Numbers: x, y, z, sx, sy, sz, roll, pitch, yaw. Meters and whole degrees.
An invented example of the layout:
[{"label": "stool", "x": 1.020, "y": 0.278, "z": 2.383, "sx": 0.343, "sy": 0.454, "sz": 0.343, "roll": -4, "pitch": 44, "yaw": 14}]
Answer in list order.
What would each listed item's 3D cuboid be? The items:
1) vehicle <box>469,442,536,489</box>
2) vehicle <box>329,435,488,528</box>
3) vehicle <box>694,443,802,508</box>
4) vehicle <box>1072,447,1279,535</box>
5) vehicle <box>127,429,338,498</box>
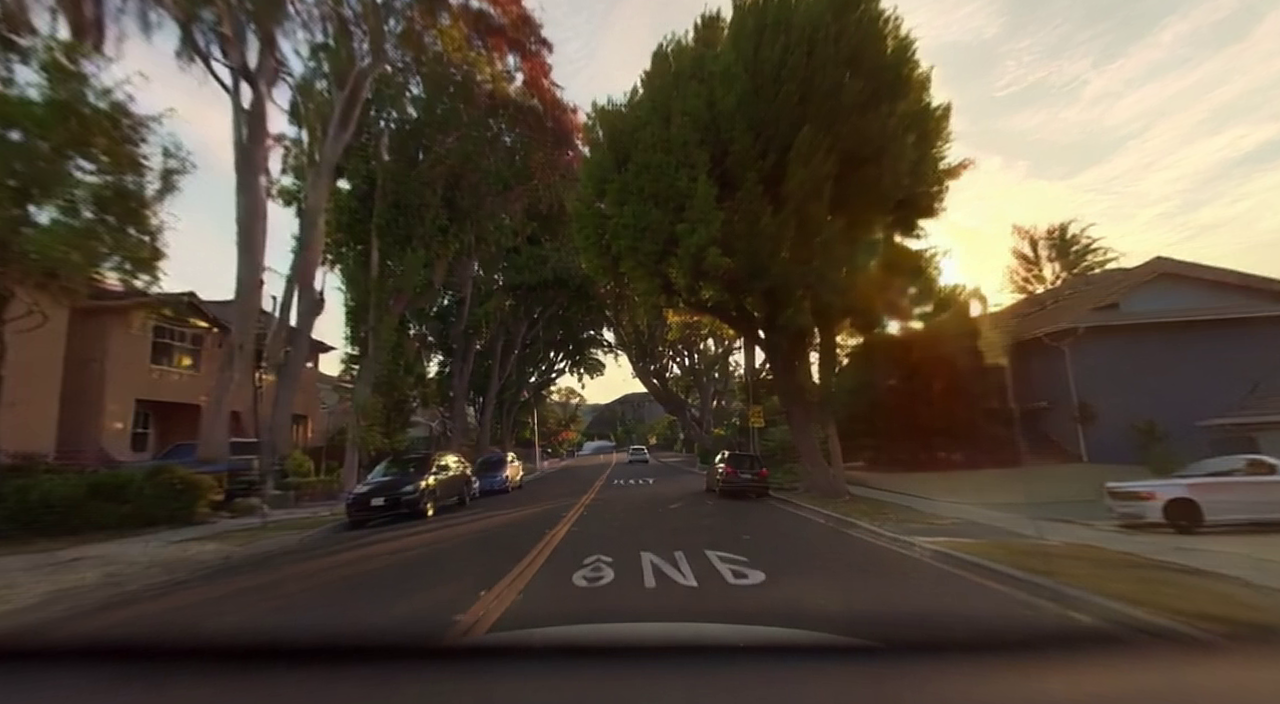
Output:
[{"label": "vehicle", "x": -6.105, "y": 5.093, "z": 28.492, "sx": 2.027, "sy": 1.803, "sz": 4.306, "roll": -4, "pitch": -9, "yaw": -1}, {"label": "vehicle", "x": -5.614, "y": 3.138, "z": 16.226, "sx": 2.155, "sy": 1.907, "sz": 5.100, "roll": -2, "pitch": -7, "yaw": 0}, {"label": "vehicle", "x": 2.796, "y": 3.306, "z": 17.458, "sx": 2.047, "sy": 1.532, "sz": 4.350, "roll": 0, "pitch": -8, "yaw": -2}, {"label": "vehicle", "x": 10.962, "y": 2.480, "z": 11.634, "sx": 4.628, "sy": 1.403, "sz": 1.926, "roll": 0, "pitch": -8, "yaw": -3}, {"label": "vehicle", "x": -12.937, "y": 3.569, "z": 20.365, "sx": 5.234, "sy": 2.076, "sz": 2.197, "roll": 0, "pitch": -8, "yaw": 1}]
